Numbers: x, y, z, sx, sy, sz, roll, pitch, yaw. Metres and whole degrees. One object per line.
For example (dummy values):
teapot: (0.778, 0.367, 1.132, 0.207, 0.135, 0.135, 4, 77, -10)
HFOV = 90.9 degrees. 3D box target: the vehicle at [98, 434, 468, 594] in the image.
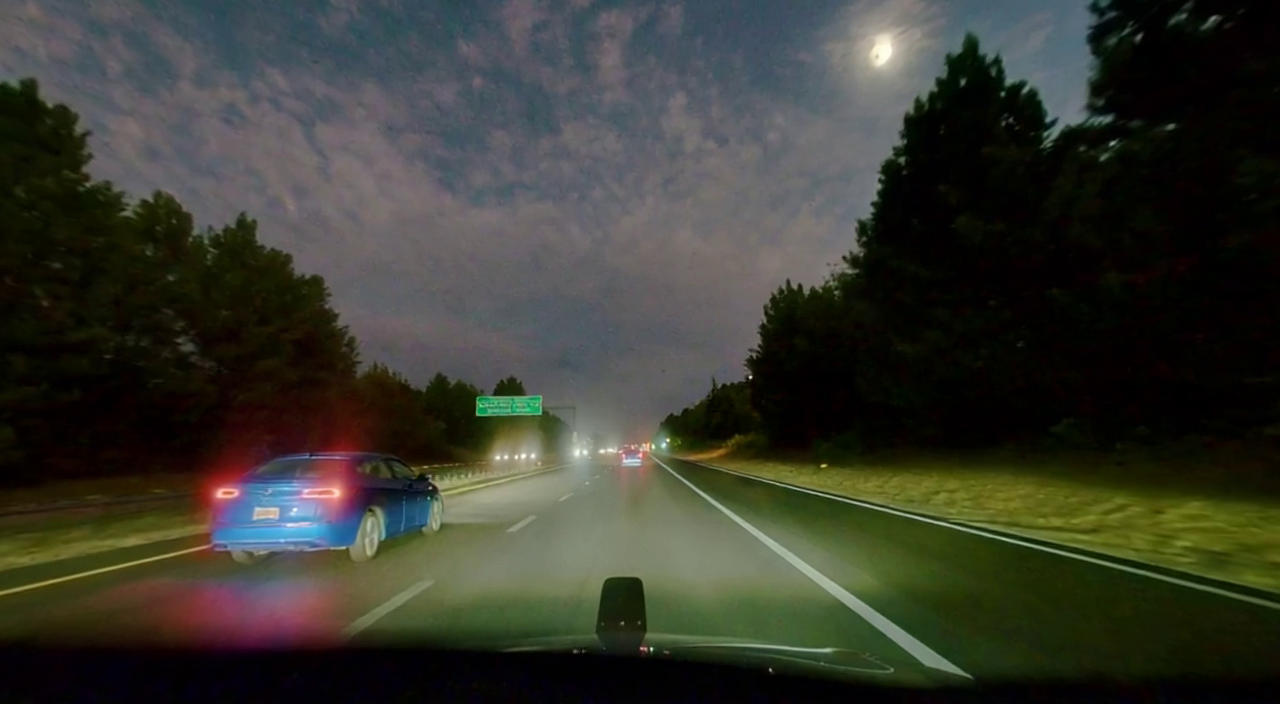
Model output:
vehicle: (-3.994, 1.876, 8.283, 2.157, 1.483, 4.601, 0, -9, 0)

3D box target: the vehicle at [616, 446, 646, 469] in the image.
vehicle: (-0.632, 7.539, 45.253, 2.011, 1.590, 3.607, 0, -9, 0)
